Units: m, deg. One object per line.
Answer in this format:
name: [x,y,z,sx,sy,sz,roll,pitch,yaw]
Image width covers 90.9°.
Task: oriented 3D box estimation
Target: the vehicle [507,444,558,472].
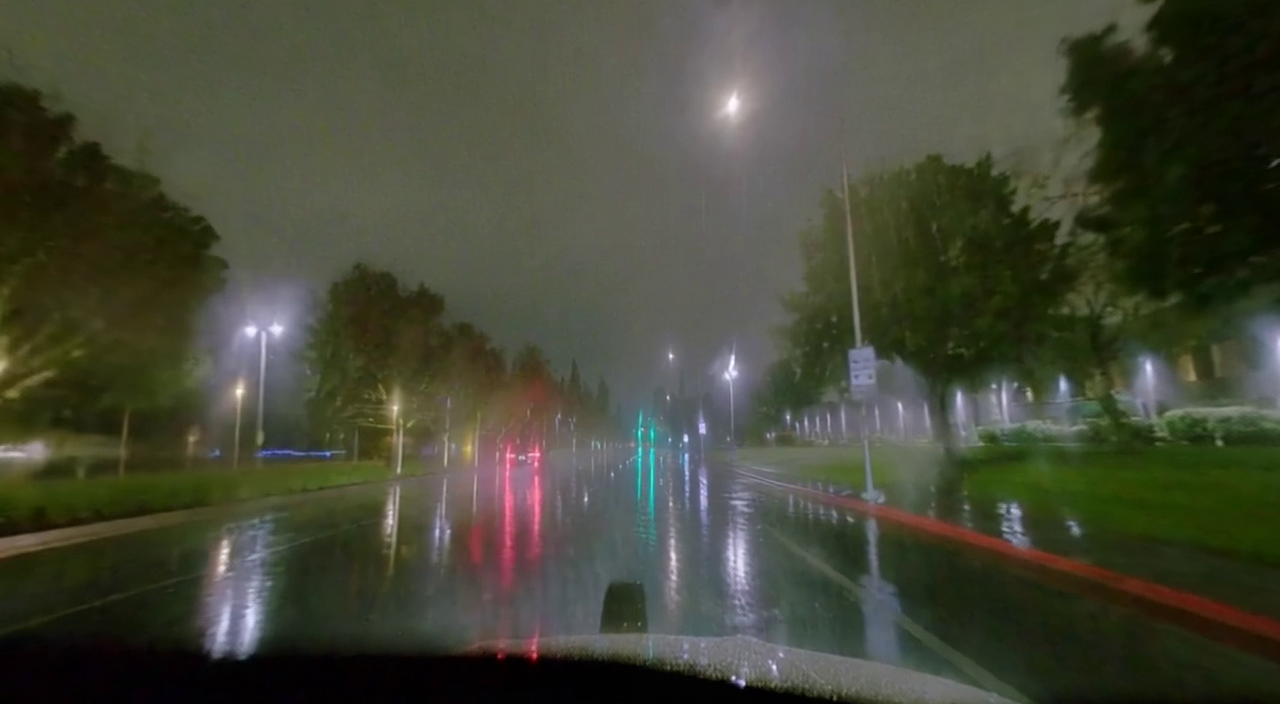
vehicle: [-5.939,5.911,35.499,1.945,1.461,4.605,-1,-8,2]
